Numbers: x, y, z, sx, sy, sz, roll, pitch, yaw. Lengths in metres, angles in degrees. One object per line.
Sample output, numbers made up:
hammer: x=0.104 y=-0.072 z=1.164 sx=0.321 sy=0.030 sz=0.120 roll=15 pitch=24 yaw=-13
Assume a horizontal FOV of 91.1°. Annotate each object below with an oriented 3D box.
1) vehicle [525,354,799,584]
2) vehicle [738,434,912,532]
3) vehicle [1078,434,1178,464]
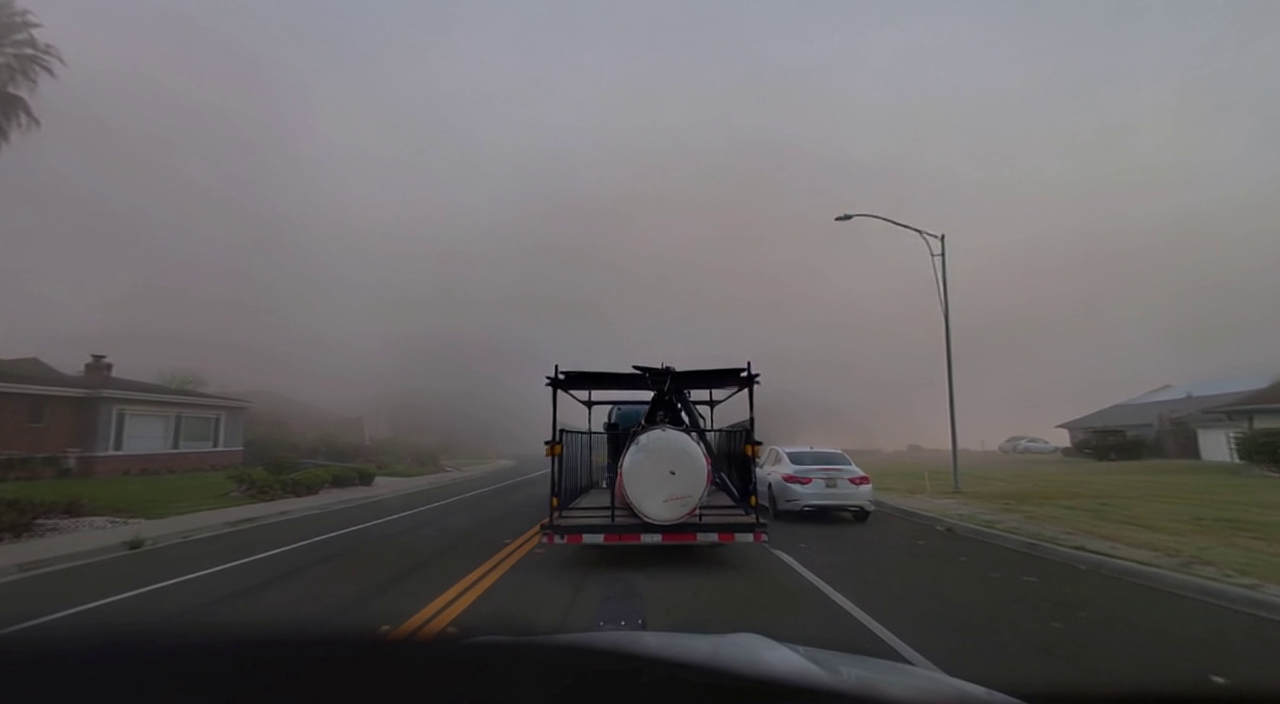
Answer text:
vehicle: x=0.186 y=1.638 z=9.621 sx=2.728 sy=2.305 sz=6.506 roll=0 pitch=-8 yaw=-1
vehicle: x=3.204 y=2.346 z=11.865 sx=2.010 sy=1.499 sz=4.107 roll=0 pitch=-8 yaw=0
vehicle: x=28.519 y=5.688 z=36.844 sx=4.193 sy=1.633 sz=1.928 roll=-4 pitch=-9 yaw=26
